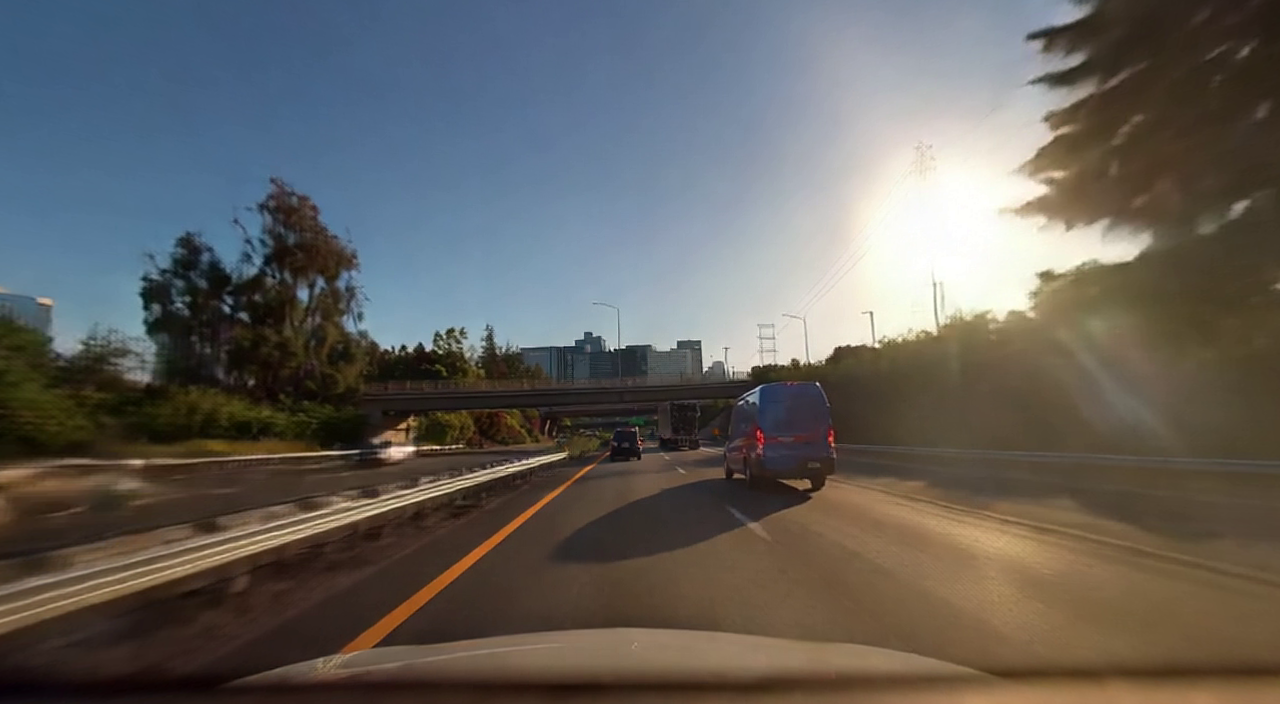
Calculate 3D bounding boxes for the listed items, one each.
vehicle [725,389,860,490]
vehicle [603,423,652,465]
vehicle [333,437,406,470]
[{"bbox_3d":[4.163,2.550,18.453,2.387,2.506,5.374,0,-8,-2],"label":"vehicle"},{"bbox_3d":[-0.569,4.185,28.747,2.073,1.750,4.116,0,-8,-1],"label":"vehicle"},{"bbox_3d":[-13.186,4.934,30.958,1.842,1.486,3.971,0,-8,0],"label":"vehicle"}]
